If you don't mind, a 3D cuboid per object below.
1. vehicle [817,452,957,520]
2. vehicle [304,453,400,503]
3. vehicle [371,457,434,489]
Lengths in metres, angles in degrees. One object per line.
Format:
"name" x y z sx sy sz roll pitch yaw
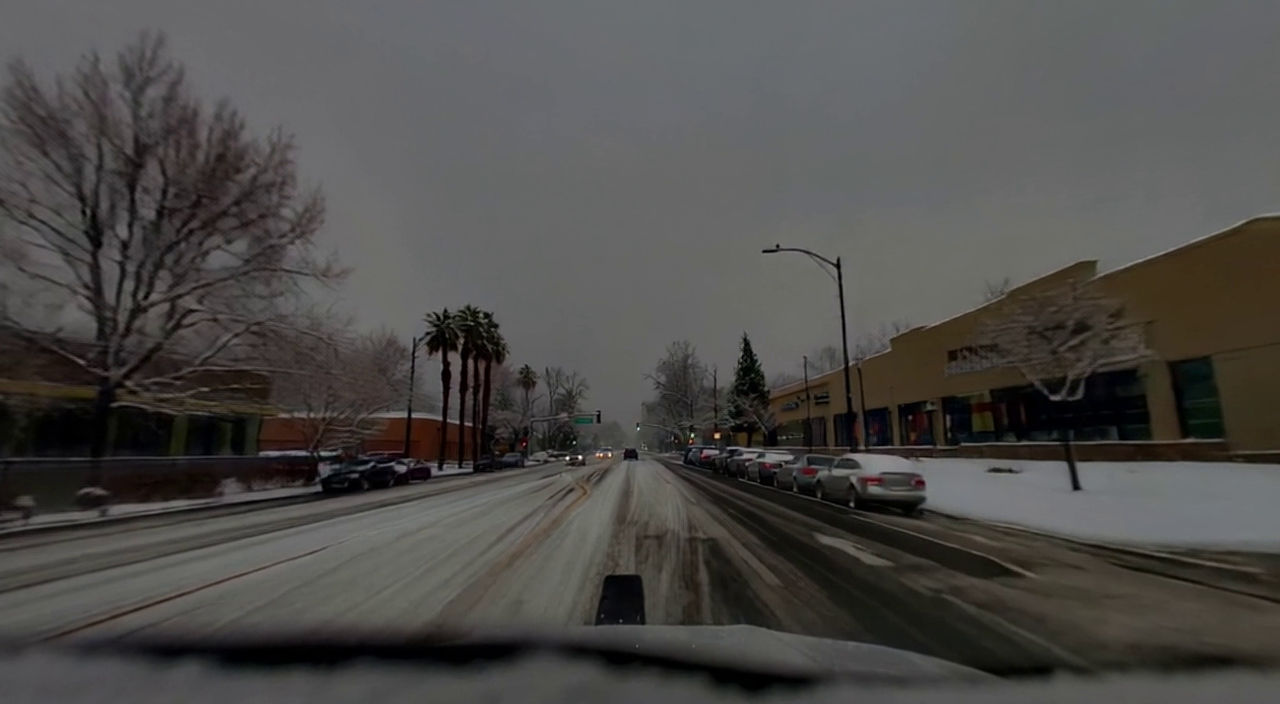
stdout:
"vehicle" 6.458 3.515 17.191 1.840 1.503 4.760 0 -8 -1
"vehicle" -12.890 5.618 28.692 1.975 1.570 5.265 -8 -7 -3
"vehicle" -12.862 6.572 34.573 1.838 1.515 4.432 0 -8 -2
